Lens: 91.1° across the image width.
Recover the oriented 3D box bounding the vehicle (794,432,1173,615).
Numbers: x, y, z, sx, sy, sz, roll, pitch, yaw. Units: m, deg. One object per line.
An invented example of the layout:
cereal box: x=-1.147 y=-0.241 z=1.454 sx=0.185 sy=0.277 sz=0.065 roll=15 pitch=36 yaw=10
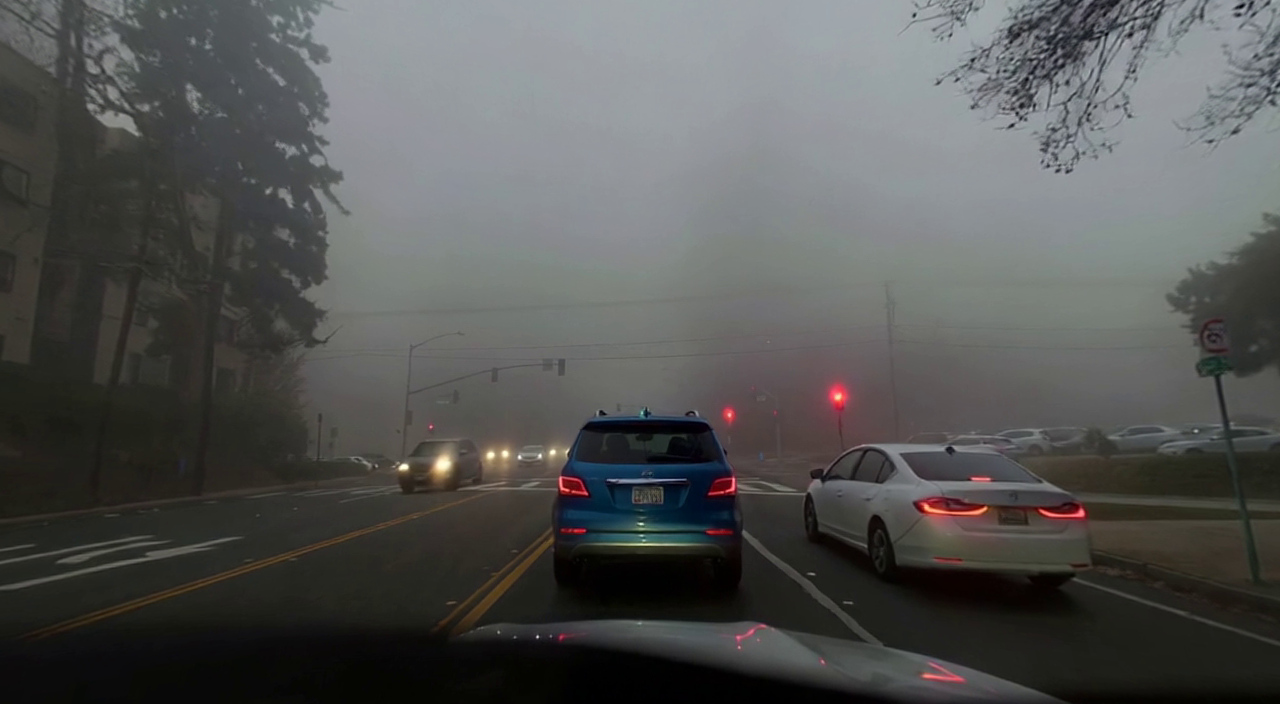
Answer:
vehicle: x=3.378 y=1.738 z=7.421 sx=1.900 sy=1.478 sz=4.425 roll=0 pitch=-8 yaw=-1

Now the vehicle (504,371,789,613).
vehicle: x=0.002 y=1.430 z=7.250 sx=2.296 sy=1.947 sz=4.168 roll=0 pitch=-8 yaw=-2

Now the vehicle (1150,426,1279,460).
vehicle: x=25.950 y=4.082 z=28.175 sx=4.420 sy=1.469 sz=1.807 roll=0 pitch=-8 yaw=1

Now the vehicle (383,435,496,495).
vehicle: x=-6.416 y=3.676 z=20.792 sx=2.153 sy=1.728 sz=4.753 roll=0 pitch=-8 yaw=0
